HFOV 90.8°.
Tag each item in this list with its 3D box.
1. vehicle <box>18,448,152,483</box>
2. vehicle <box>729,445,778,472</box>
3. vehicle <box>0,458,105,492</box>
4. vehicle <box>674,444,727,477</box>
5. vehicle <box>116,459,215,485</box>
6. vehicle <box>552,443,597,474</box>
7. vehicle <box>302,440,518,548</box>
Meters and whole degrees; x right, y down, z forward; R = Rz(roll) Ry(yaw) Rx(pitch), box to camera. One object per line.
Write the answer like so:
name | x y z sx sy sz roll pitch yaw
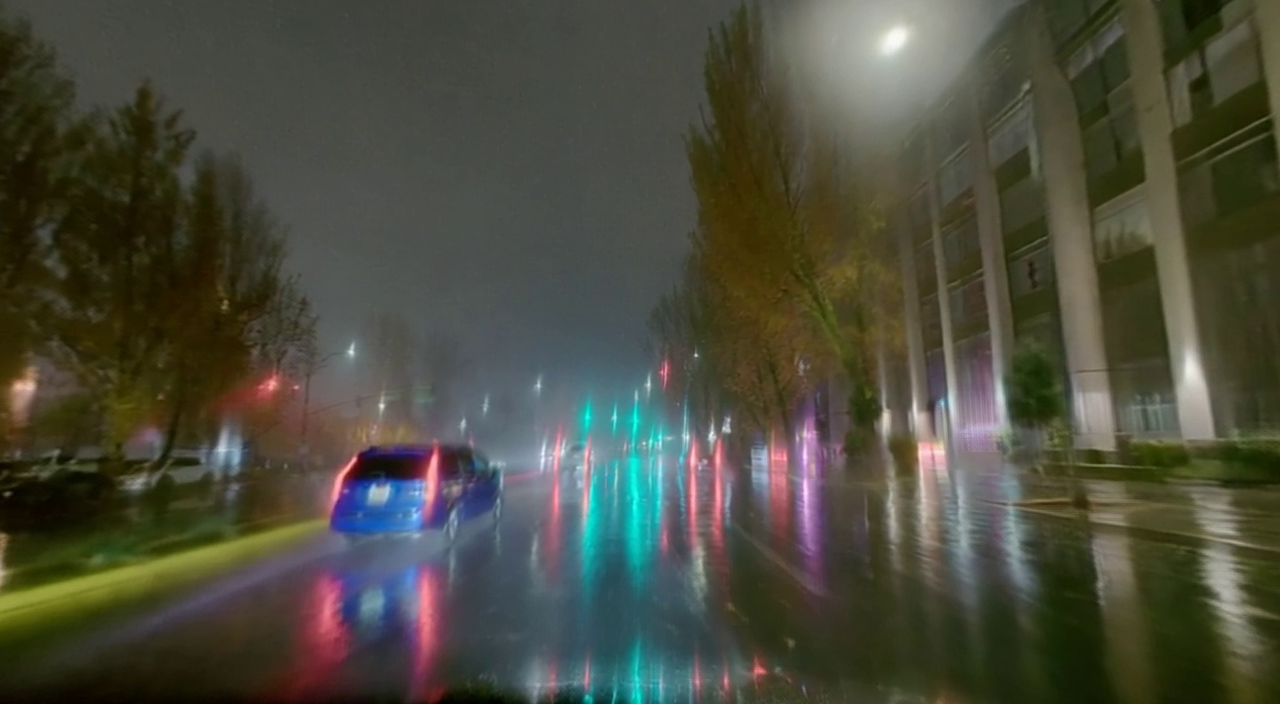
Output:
vehicle | -29.454 6.035 33.651 4.987 1.709 2.267 -1 -9 2
vehicle | 6.592 6.224 37.180 1.896 1.479 4.416 0 -9 -2
vehicle | -29.109 6.014 31.000 3.907 1.533 1.829 0 -9 -1
vehicle | 2.824 5.216 30.672 1.961 1.482 4.538 0 -9 -2
vehicle | -29.415 7.428 39.253 4.604 1.498 1.899 0 -9 1
vehicle | -3.890 6.386 38.108 2.145 1.694 4.642 0 -9 1
vehicle | -3.574 2.279 10.893 2.060 1.466 4.387 0 -9 0
